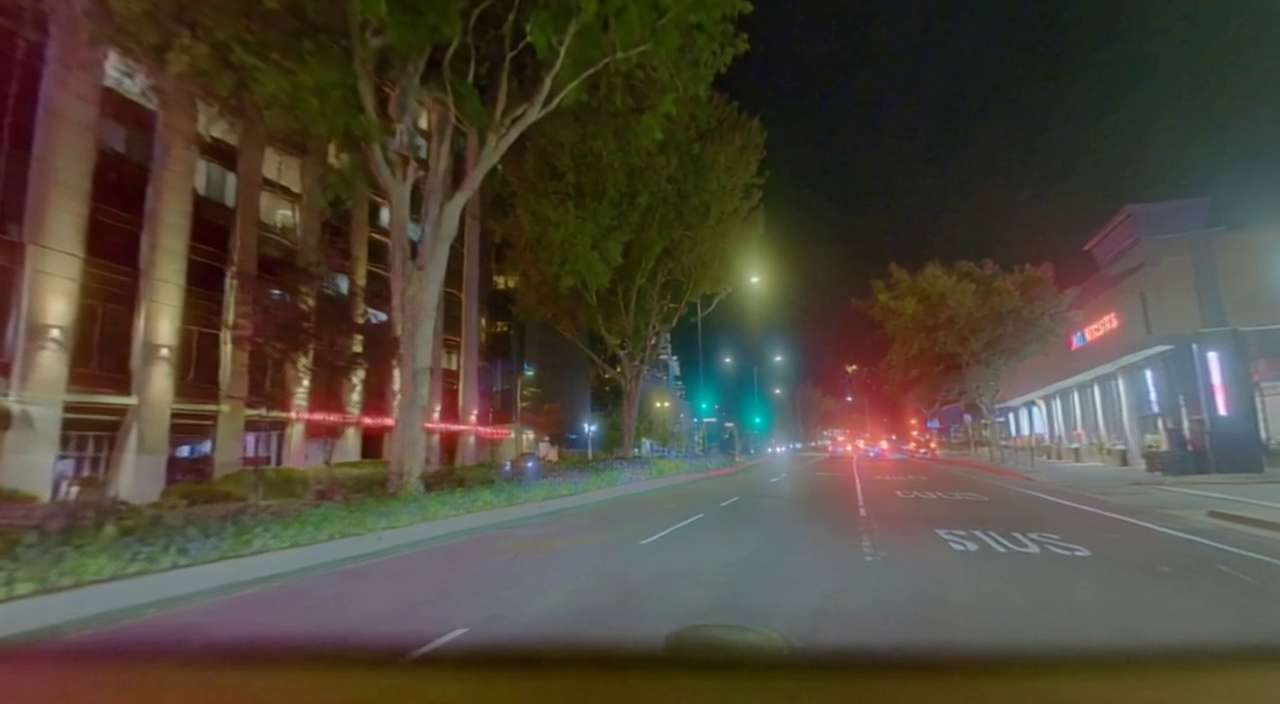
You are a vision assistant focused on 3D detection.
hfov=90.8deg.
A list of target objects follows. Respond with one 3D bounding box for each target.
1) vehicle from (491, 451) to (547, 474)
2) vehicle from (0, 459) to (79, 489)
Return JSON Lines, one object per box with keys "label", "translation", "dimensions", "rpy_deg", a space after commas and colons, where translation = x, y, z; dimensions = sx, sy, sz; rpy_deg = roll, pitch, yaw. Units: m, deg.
{"label": "vehicle", "translation": [-8.289, 7.599, 43.595], "dimensions": [1.840, 1.440, 4.442], "rpy_deg": [-5, -10, 19]}
{"label": "vehicle", "translation": [-34.510, 6.858, 35.441], "dimensions": [1.689, 1.534, 4.158], "rpy_deg": [-7, -12, 19]}
